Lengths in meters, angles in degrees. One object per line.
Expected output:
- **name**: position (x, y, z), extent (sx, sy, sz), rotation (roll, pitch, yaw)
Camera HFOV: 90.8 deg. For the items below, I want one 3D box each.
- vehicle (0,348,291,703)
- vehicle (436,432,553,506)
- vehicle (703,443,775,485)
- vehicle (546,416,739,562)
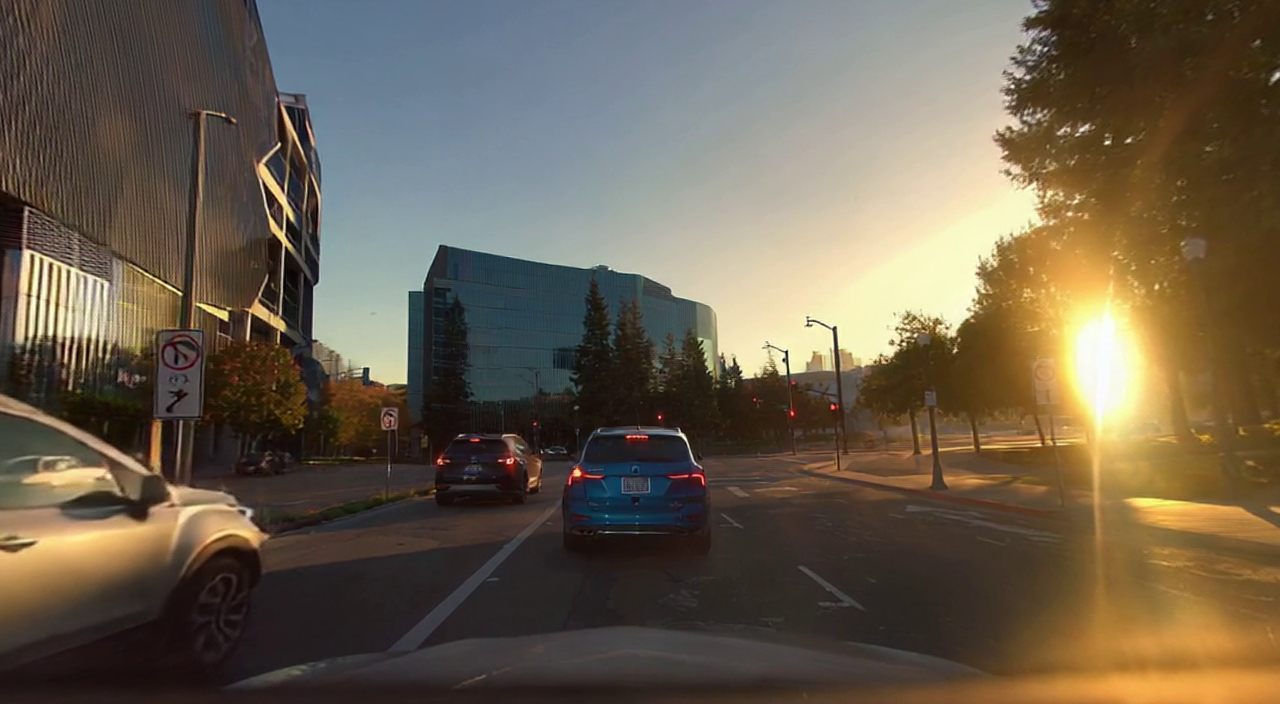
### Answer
- **vehicle**: position (-3.598, 0.812, 2.325), extent (2.083, 1.691, 4.398), rotation (0, -8, 0)
- **vehicle**: position (-3.625, 2.989, 16.587), extent (2.068, 1.678, 4.199), rotation (0, -8, 0)
- **vehicle**: position (3.705, 4.260, 24.457), extent (2.082, 1.445, 4.426), rotation (0, -8, 0)
- **vehicle**: position (0.008, 1.885, 9.405), extent (2.207, 1.659, 4.155), rotation (0, -8, 0)
